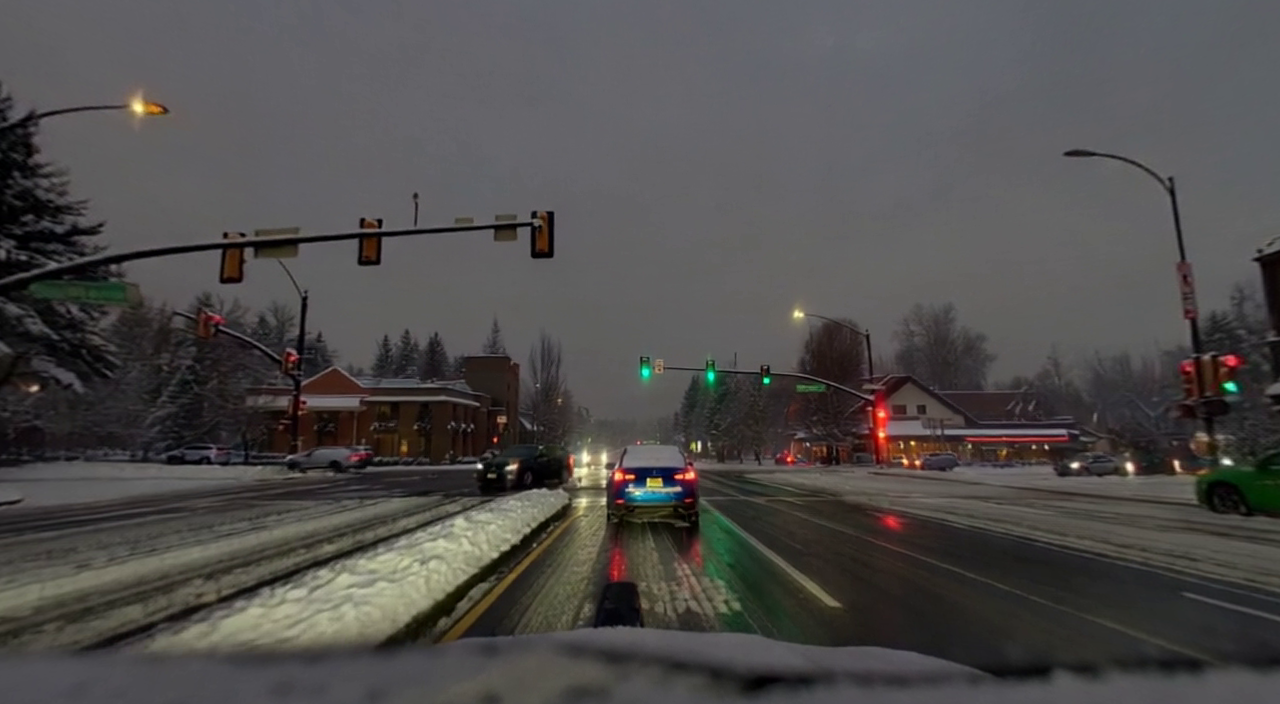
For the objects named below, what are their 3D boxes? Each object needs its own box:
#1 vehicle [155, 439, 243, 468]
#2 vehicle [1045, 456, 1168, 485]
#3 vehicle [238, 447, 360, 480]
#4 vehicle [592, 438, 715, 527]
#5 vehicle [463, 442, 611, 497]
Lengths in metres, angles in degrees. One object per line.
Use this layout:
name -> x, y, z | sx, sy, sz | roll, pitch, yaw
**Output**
vehicle -> -30.764, 7.056, 44.200 | 1.999, 1.702, 4.557 | -2, -7, 29
vehicle -> 23.593, 5.988, 32.042 | 4.684, 1.412, 1.995 | 0, -9, -2
vehicle -> -15.511, 5.088, 28.879 | 4.531, 1.434, 1.841 | -1, -9, 4
vehicle -> 0.184, 2.533, 12.831 | 2.067, 1.471, 4.241 | 0, -9, -1
vehicle -> -3.342, 3.640, 20.007 | 4.626, 1.489, 2.213 | -8, -12, 42
